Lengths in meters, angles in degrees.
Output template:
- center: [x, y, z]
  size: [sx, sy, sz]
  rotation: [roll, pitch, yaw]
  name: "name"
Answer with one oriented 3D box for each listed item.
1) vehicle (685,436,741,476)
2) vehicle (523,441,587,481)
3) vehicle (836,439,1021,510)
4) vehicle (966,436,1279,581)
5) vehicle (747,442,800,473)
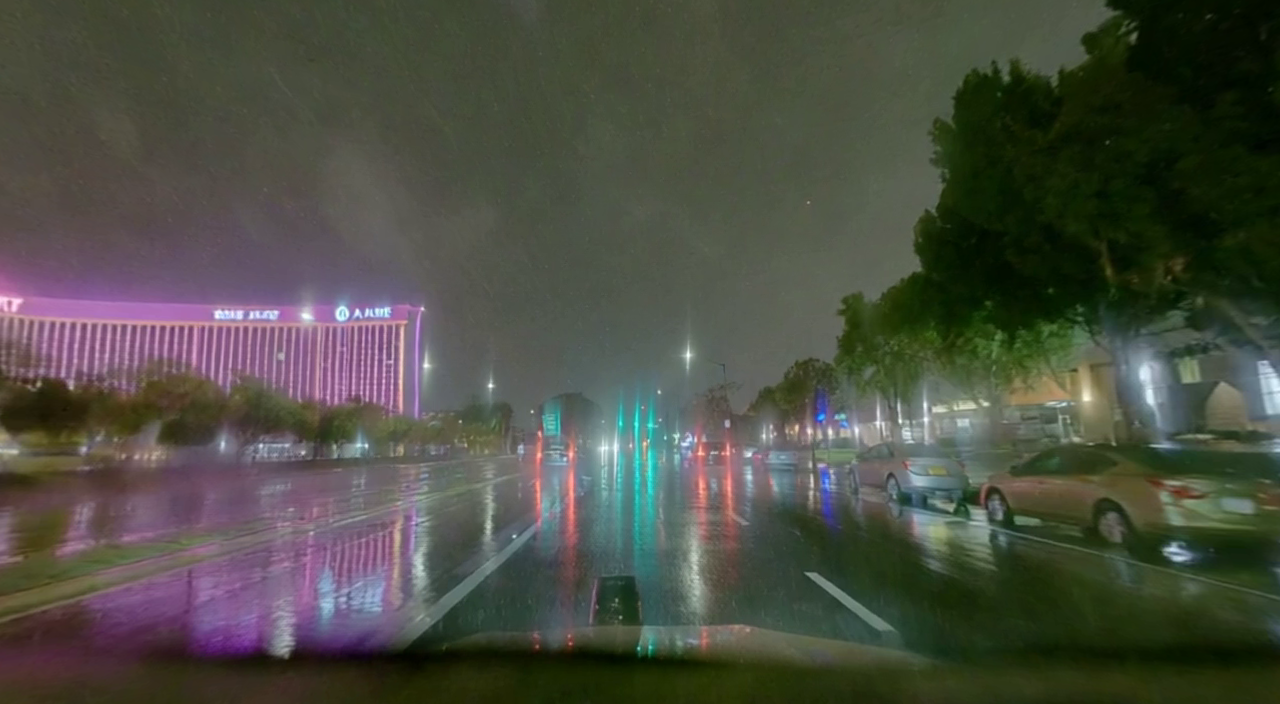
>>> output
- center: [3.392, 4.951, 30.271]
  size: [2.083, 1.743, 4.354]
  rotation: [0, -8, -1]
  name: "vehicle"
- center: [-3.382, 4.426, 25.917]
  size: [2.005, 1.477, 4.169]
  rotation: [0, -8, 1]
  name: "vehicle"
- center: [6.881, 2.959, 15.766]
  size: [2.302, 1.480, 4.696]
  rotation: [0, -8, -1]
  name: "vehicle"
- center: [6.920, 1.946, 8.870]
  size: [1.968, 1.455, 4.844]
  rotation: [0, -8, -1]
  name: "vehicle"
- center: [6.893, 5.498, 32.988]
  size: [1.876, 1.478, 4.670]
  rotation: [0, -8, 1]
  name: "vehicle"
